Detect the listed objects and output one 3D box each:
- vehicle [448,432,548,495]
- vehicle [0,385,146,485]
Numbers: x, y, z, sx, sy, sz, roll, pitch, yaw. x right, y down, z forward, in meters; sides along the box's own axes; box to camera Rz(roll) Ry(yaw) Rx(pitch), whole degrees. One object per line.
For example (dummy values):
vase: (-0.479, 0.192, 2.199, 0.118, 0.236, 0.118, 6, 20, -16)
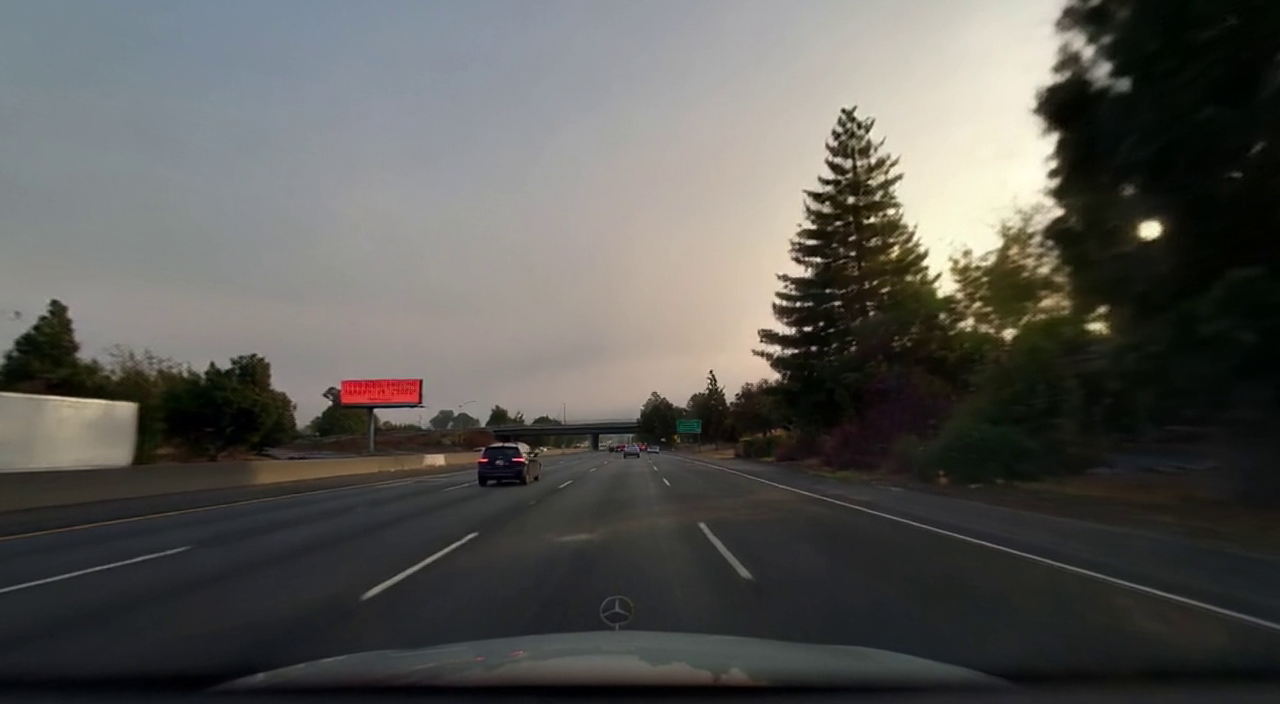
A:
vehicle: (-4.336, 3.483, 20.131, 2.102, 1.727, 4.704, 0, -9, 0)
vehicle: (-26.135, 3.057, 23.359, 2.850, 3.808, 16.213, 0, -9, 0)
